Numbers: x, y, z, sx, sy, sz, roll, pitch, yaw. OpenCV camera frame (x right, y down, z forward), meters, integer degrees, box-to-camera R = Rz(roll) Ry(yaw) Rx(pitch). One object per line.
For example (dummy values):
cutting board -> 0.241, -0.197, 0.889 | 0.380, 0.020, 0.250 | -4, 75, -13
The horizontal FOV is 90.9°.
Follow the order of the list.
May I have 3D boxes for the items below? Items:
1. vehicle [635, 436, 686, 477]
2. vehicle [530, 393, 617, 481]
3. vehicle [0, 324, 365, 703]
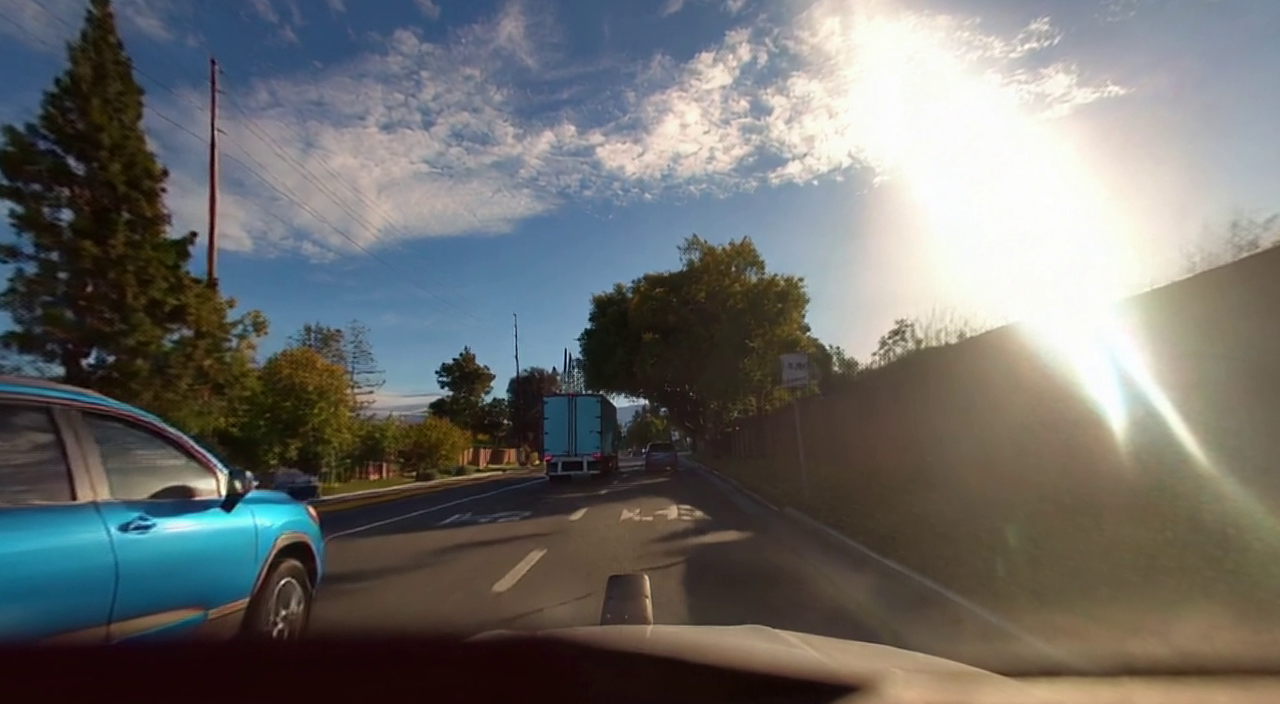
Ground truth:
vehicle -> 0.904, 4.803, 29.132 | 2.174, 1.749, 4.113 | 0, -9, 1
vehicle -> -2.935, 4.201, 30.741 | 2.928, 3.658, 8.980 | -1, -9, 2
vehicle -> -3.264, 0.900, 2.639 | 2.093, 1.832, 4.508 | 0, -9, 1
